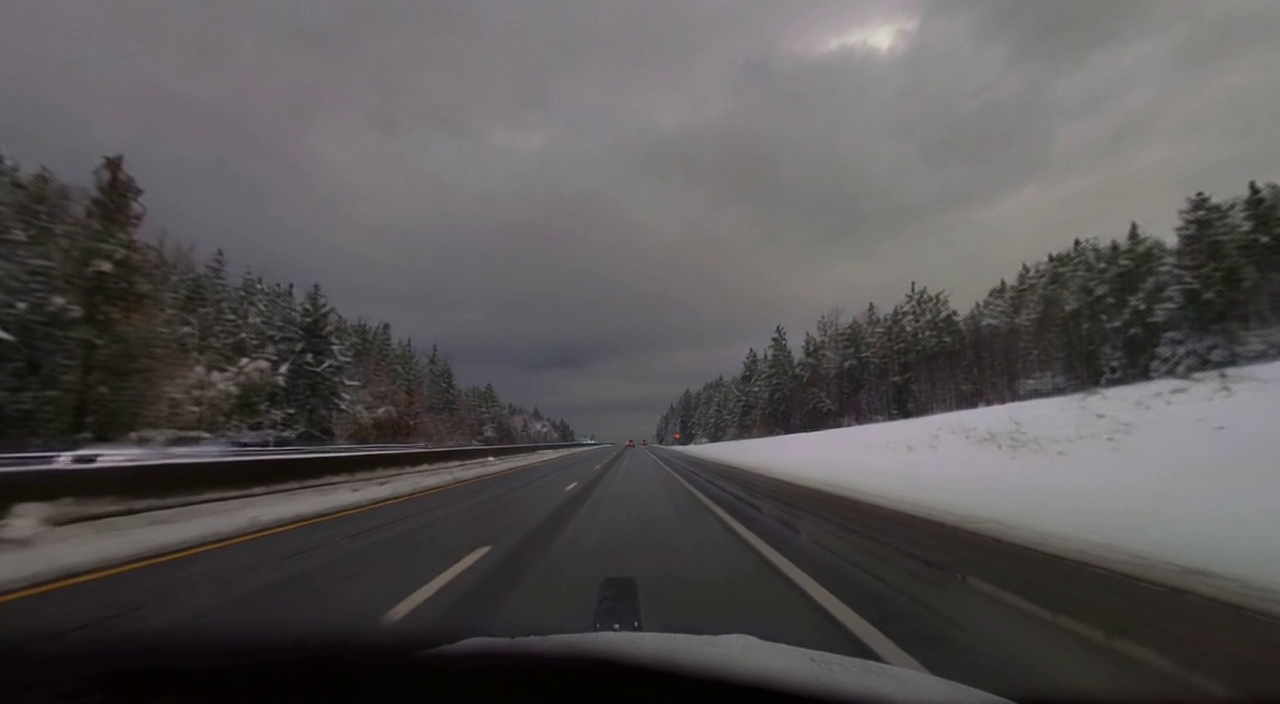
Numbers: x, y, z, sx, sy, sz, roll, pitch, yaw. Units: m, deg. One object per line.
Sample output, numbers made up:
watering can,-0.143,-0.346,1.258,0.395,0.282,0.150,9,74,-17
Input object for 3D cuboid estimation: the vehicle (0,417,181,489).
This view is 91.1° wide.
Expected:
vehicle,-15.033,2.634,16.685,1.993,1.631,4.899,0,-8,0
